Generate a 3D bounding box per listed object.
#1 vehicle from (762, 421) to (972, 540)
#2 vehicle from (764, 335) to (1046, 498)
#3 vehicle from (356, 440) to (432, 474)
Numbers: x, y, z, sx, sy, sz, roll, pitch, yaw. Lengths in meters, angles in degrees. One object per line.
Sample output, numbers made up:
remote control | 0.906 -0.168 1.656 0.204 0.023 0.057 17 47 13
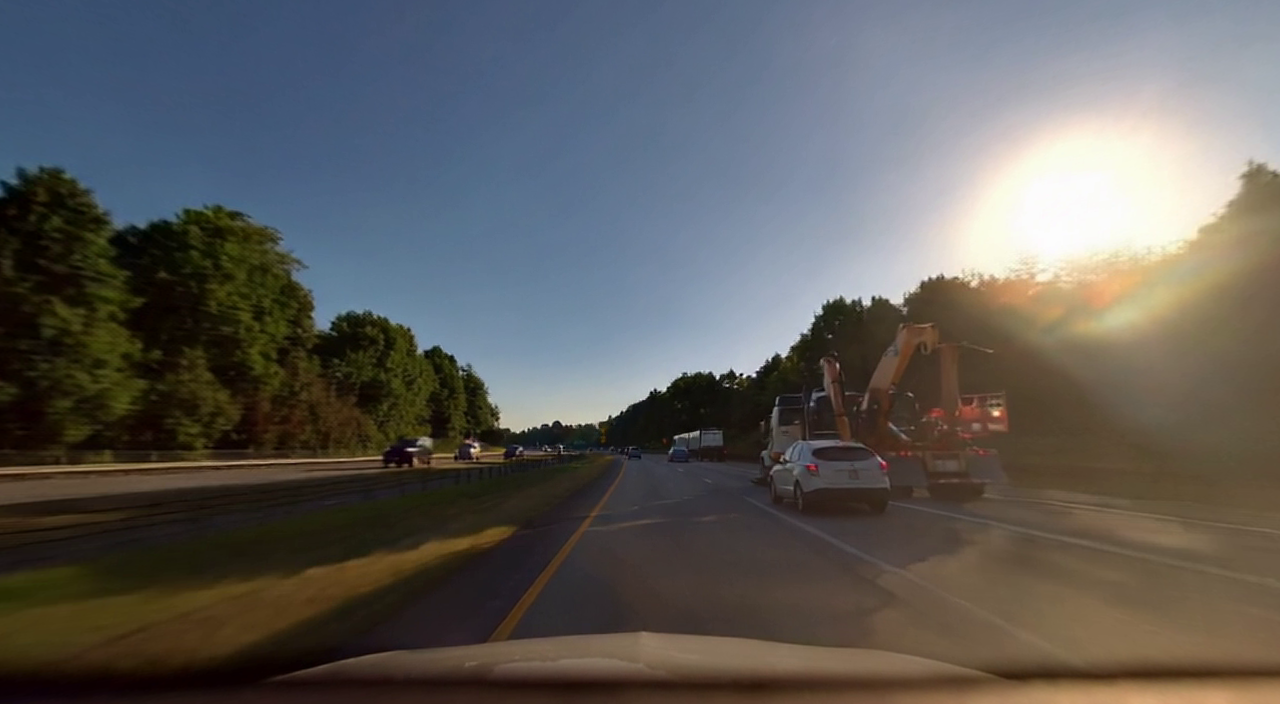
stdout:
vehicle | 3.604 2.138 11.001 2.022 1.658 4.132 0 -9 -1
vehicle | 8.112 2.852 23.875 3.441 4.016 16.812 0 -9 0
vehicle | -13.372 5.730 34.629 2.019 1.690 5.126 0 -9 1
